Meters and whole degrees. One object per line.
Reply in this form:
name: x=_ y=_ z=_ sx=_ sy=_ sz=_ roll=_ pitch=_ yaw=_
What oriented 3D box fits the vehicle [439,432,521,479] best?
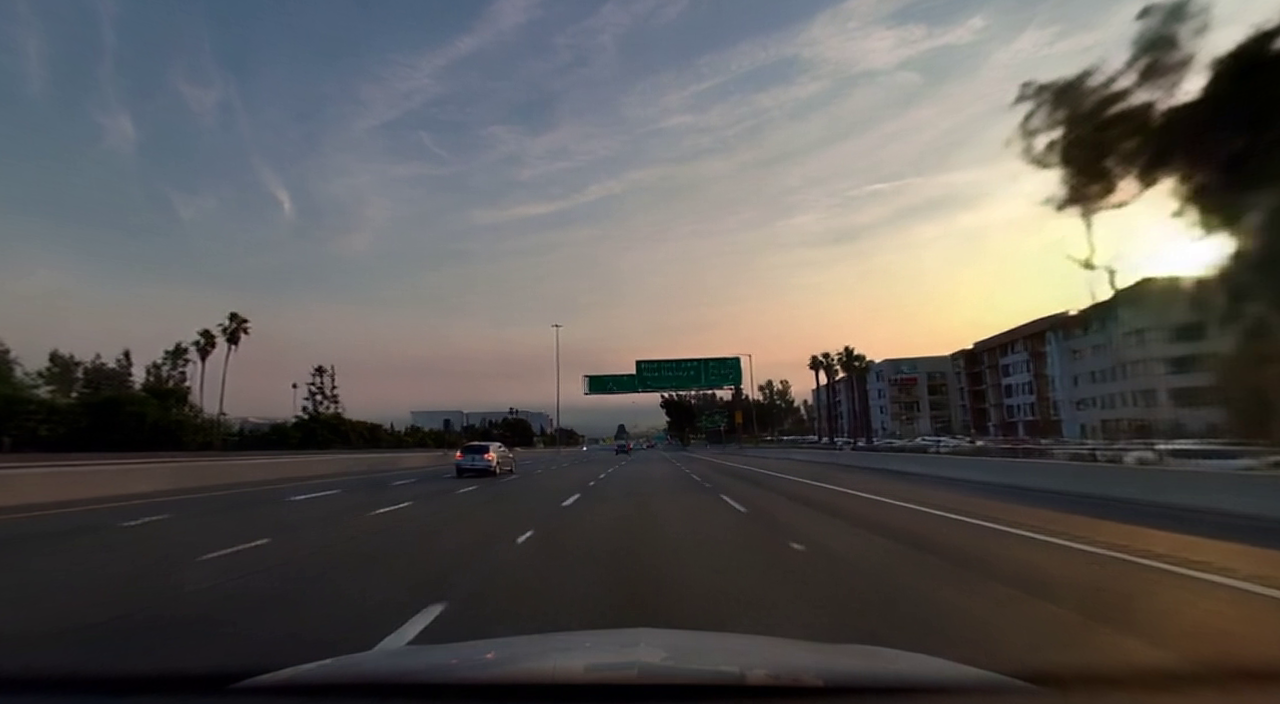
vehicle: x=-6.671 y=4.363 z=26.879 sx=2.145 sy=1.793 sz=4.762 roll=0 pitch=-8 yaw=1
